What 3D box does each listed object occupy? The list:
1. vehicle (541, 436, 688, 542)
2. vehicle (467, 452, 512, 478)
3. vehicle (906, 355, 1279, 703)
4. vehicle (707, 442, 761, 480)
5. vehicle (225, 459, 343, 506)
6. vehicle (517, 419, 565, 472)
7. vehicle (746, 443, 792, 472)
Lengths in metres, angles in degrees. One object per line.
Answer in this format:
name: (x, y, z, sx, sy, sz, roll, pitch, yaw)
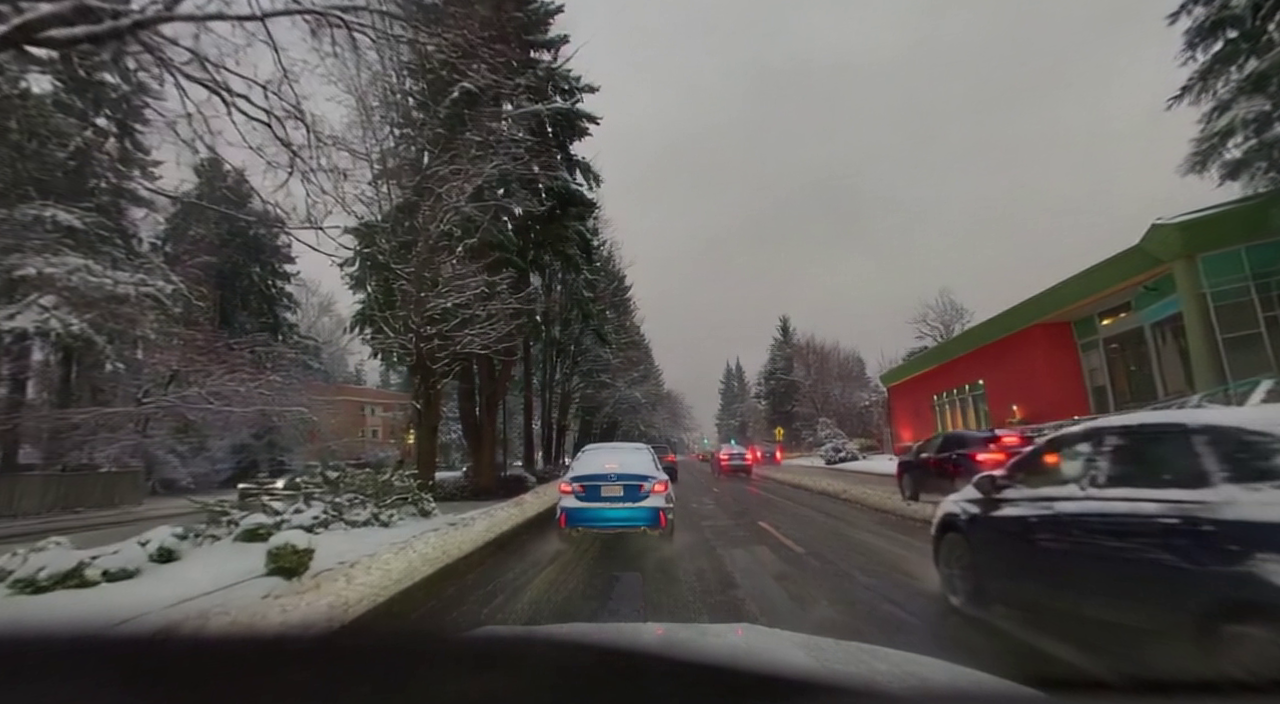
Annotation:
vehicle: (-0.313, 2.268, 11.077, 2.111, 1.506, 4.018, 0, -8, 2)
vehicle: (-10.951, 8.255, 46.126, 2.030, 1.700, 4.505, 0, -8, 2)
vehicle: (3.674, 1.098, 4.276, 1.977, 1.652, 4.090, 0, -8, 1)
vehicle: (4.407, 5.180, 30.109, 1.971, 1.637, 4.317, 0, -8, 1)
vehicle: (-13.378, 4.888, 23.980, 1.900, 1.508, 4.459, 0, -8, 0)
vehicle: (-7.542, 7.181, 48.292, 2.993, 3.919, 3.476, 0, -8, 2)
vehicle: (8.266, 6.790, 40.604, 2.064, 1.747, 4.372, 0, -8, 1)
